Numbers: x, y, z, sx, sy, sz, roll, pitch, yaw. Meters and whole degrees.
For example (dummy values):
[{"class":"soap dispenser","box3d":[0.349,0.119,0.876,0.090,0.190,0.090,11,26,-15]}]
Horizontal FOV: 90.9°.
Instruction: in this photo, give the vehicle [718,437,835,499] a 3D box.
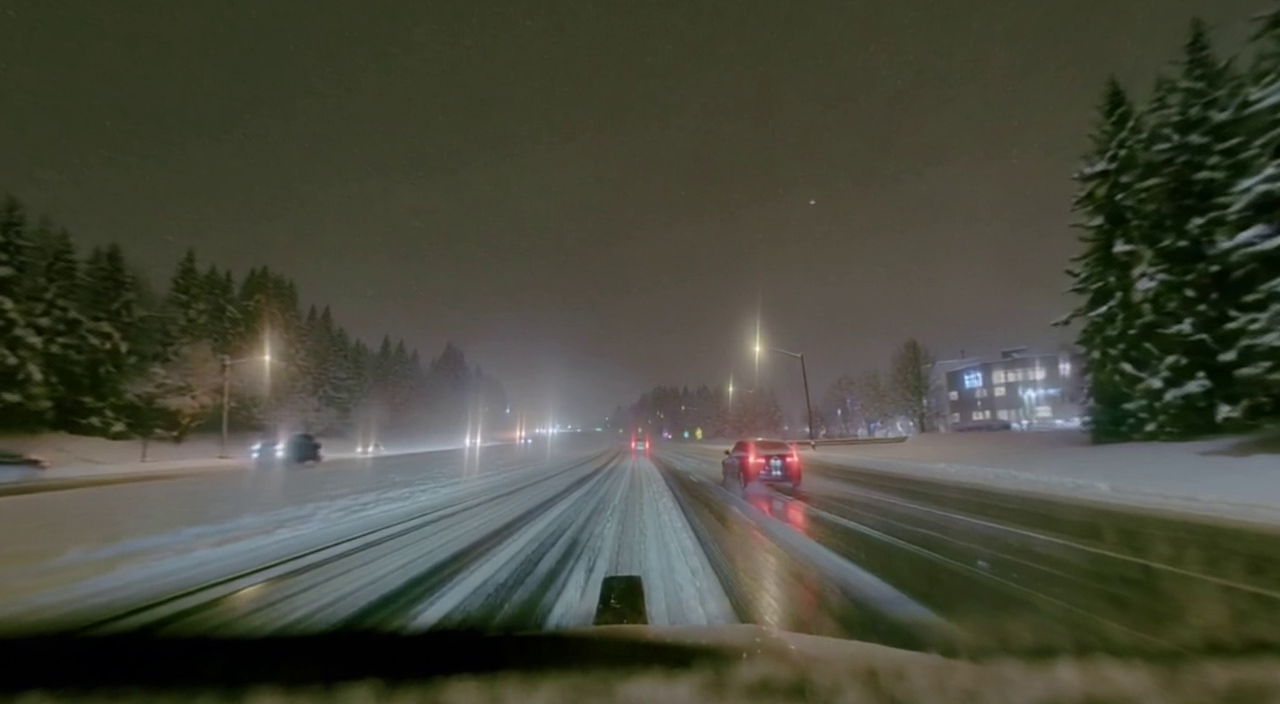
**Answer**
[{"class":"vehicle","box3d":[3.468,3.026,16.930,2.069,1.431,4.313,0,-8,-2]}]

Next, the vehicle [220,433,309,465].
[{"class":"vehicle","box3d":[-20.917,5.414,35.440,2.108,1.667,4.823,0,-8,-2]}]
